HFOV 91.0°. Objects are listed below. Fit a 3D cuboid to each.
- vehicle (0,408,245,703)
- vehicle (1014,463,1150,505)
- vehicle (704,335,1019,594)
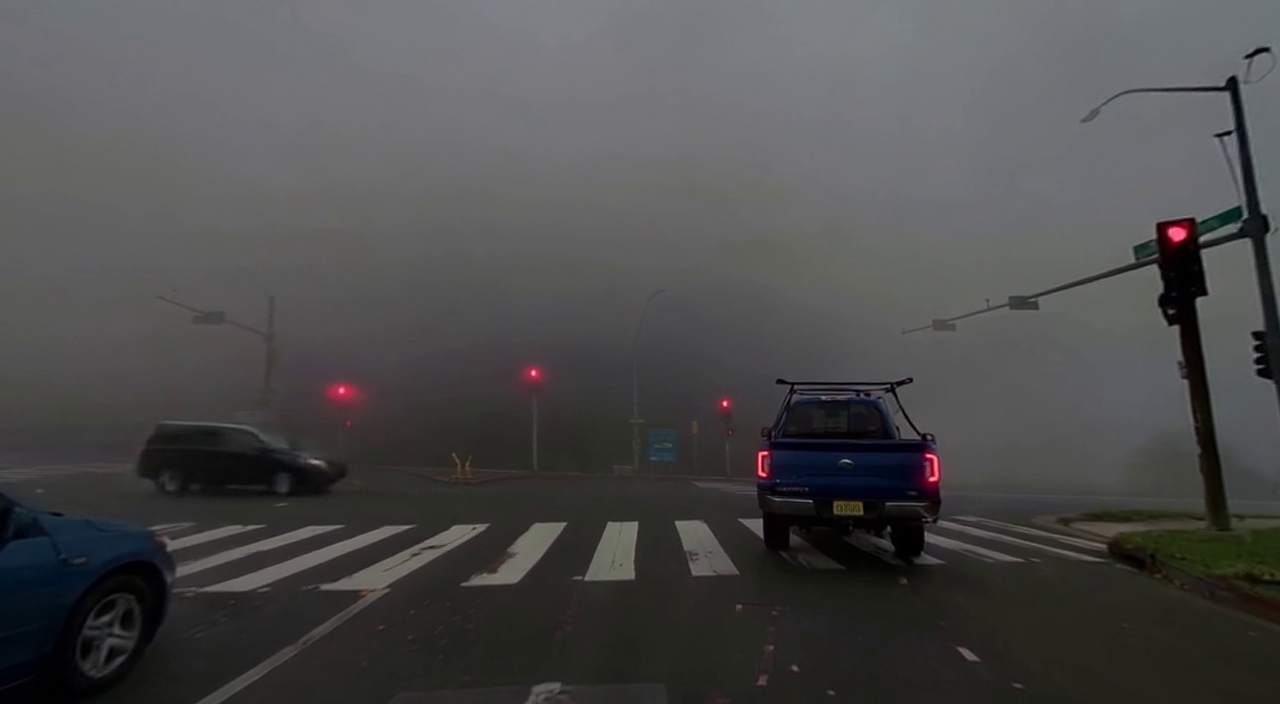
[{"bbox_3d":[-4.050,0.957,2.623,1.913,1.491,4.547,0,-9,-1],"label":"vehicle"},{"bbox_3d":[19.280,5.761,27.639,4.356,1.498,1.957,-3,-8,2],"label":"vehicle"},{"bbox_3d":[2.644,1.496,9.106,2.851,2.400,5.978,-2,-9,11],"label":"vehicle"}]
